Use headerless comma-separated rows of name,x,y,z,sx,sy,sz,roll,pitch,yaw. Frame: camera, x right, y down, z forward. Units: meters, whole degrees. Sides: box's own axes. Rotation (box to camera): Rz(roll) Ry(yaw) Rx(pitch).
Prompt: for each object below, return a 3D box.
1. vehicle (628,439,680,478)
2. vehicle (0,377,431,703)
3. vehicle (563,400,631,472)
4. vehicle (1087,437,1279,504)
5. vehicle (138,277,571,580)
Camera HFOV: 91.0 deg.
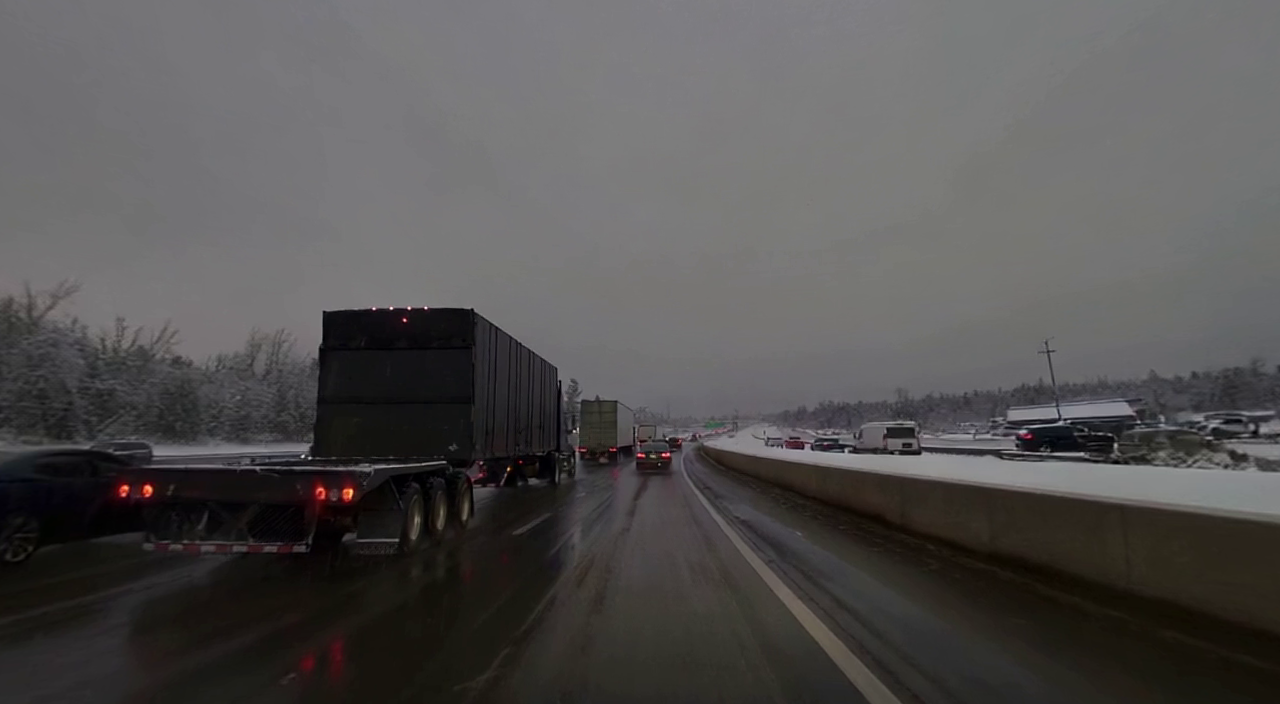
vehicle,0.670,4.787,28.485,2.178,1.640,4.071,-1,-9,2
vehicle,-3.846,1.266,5.277,2.896,1.779,3.441,0,-8,2
vehicle,-2.408,5.303,39.196,3.073,3.894,9.782,-1,-9,3
vehicle,14.121,2.987,16.323,1.873,1.491,4.413,0,-9,2
vehicle,-3.522,1.461,11.311,3.020,3.192,9.194,-1,-9,3
